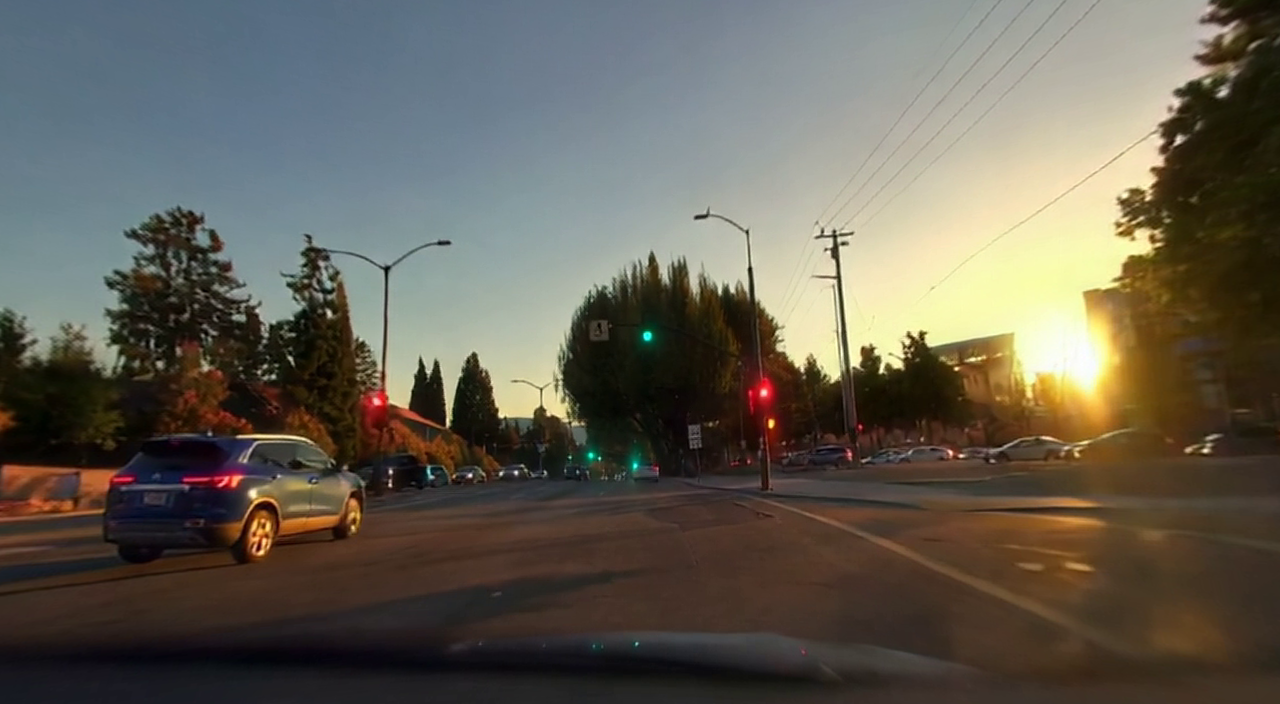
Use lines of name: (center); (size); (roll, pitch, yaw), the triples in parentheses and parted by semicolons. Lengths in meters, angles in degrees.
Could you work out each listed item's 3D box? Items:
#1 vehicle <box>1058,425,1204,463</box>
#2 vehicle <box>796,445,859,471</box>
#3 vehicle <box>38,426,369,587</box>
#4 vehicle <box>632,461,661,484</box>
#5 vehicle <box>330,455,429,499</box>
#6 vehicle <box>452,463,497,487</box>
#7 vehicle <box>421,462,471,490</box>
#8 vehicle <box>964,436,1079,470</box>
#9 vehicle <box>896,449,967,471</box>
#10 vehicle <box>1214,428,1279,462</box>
vehicle: (21.027, 3.981, 27.204); (1.876, 1.465, 4.500); (4, -9, -26)
vehicle: (13.355, 7.535, 45.160); (1.950, 1.697, 4.906); (2, -9, -15)
vehicle: (-6.181, 2.166, 9.767); (2.027, 1.908, 4.273); (0, -8, 0)
vehicle: (0.439, 8.913, 46.753); (2.091, 1.494, 3.962); (0, -8, 0)
vehicle: (-12.139, 5.842, 29.925); (2.167, 1.799, 5.682); (0, -8, 1)
vehicle: (-12.175, 9.098, 46.711); (2.077, 1.505, 4.714); (0, -8, 0)
vehicle: (-11.994, 7.672, 39.204); (1.871, 1.539, 3.929); (0, -8, 0)
vehicle: (18.973, 5.001, 31.576); (1.947, 1.477, 4.661); (4, -7, -21)
vehicle: (21.792, 8.149, 47.377); (1.933, 1.487, 5.136); (1, -10, -14)
vehicle: (30.585, 4.427, 30.160); (1.906, 1.551, 3.992); (3, -10, -31)
